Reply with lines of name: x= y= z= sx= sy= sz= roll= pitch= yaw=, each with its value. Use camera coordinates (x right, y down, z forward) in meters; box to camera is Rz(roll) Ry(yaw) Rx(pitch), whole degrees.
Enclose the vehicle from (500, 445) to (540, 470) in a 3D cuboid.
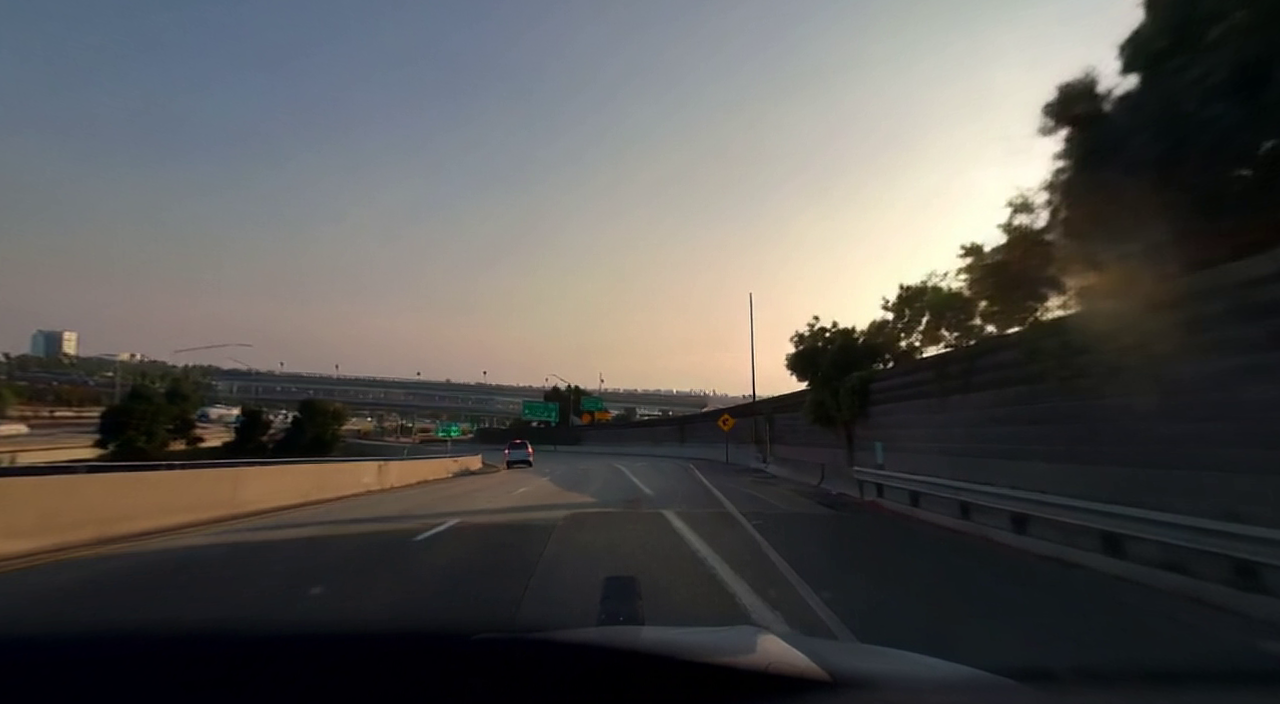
vehicle: x=-7.922 y=7.001 z=42.068 sx=2.234 sy=1.588 sz=4.484 roll=1 pitch=-9 yaw=-6
